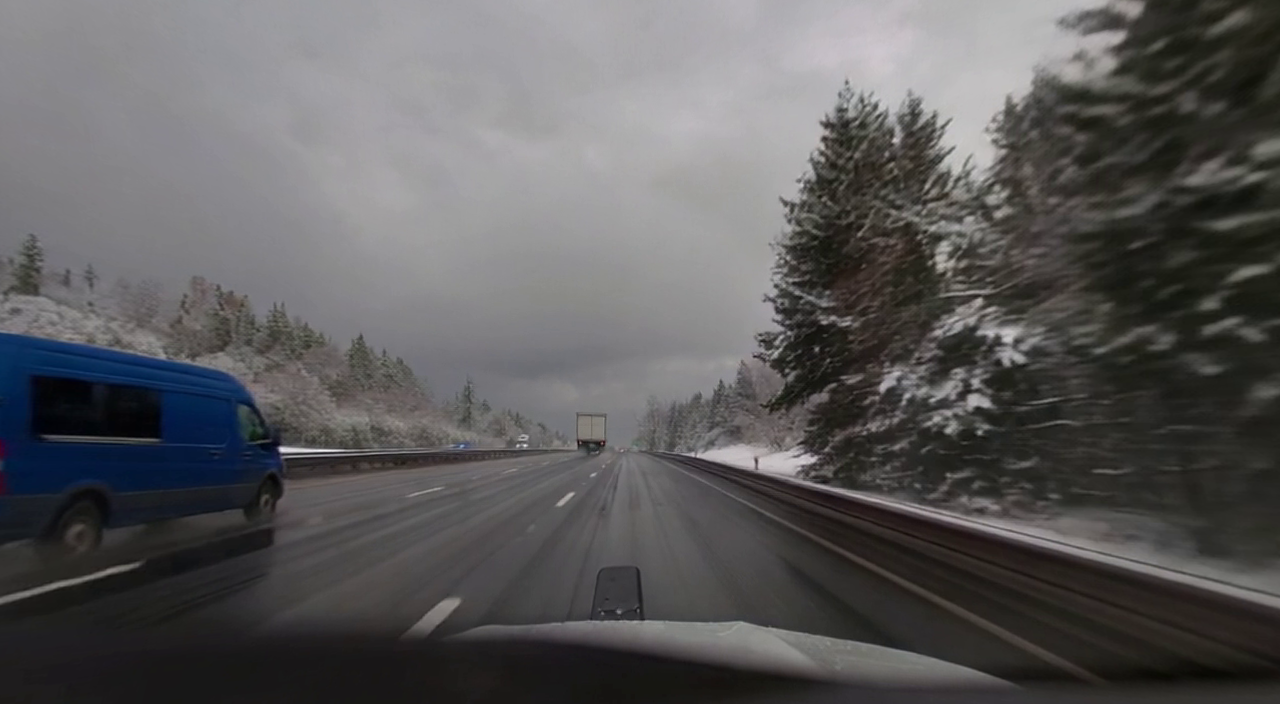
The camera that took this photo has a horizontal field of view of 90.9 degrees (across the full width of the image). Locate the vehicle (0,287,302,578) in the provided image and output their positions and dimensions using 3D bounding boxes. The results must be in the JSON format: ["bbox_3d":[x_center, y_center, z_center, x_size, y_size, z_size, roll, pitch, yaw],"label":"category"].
[{"bbox_3d":[-7.371,1.038,7.982,2.396,2.763,6.935,0,-8,-1],"label":"vehicle"}]
